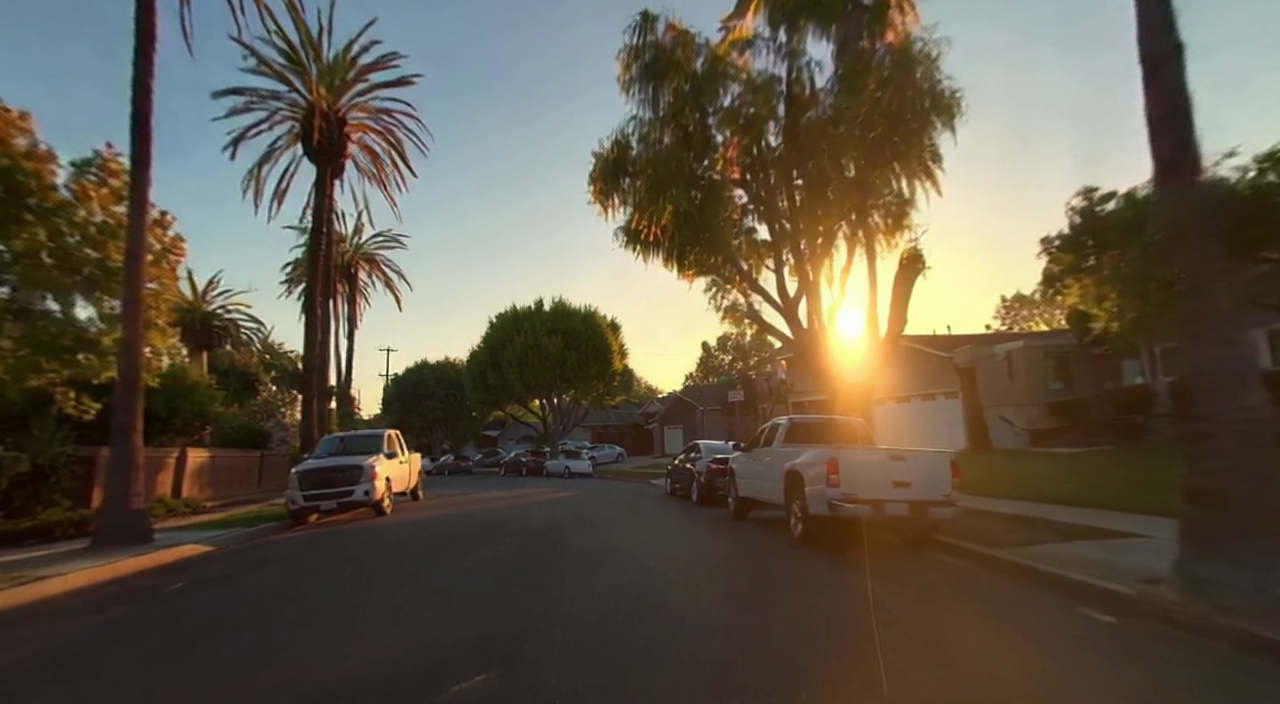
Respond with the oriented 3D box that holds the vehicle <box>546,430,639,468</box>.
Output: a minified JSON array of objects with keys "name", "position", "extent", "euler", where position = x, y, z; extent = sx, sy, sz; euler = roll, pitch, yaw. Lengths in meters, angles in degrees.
[{"name":"vehicle","position":[-3.020,6.213,40.372],"extent":[5.510,2.121,2.129],"euler":[0,-8,15]}]

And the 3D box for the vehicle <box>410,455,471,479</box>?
[{"name":"vehicle","position":[-14.036,8.043,44.175],"extent":[4.768,1.484,2.006],"euler":[-8,-11,44]}]

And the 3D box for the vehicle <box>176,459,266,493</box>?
[{"name":"vehicle","position":[-32.129,9.530,48.292],"extent":[5.628,2.109,2.395],"euler":[1,-13,18]}]

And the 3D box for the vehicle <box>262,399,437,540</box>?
[{"name":"vehicle","position":[-6.333,2.593,14.634],"extent":[2.337,2.289,6.092],"euler":[-6,-7,-14]}]

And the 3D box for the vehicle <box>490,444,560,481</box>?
[{"name":"vehicle","position":[-6.250,5.870,33.799],"extent":[1.918,1.753,4.655],"euler":[6,-10,-34]}]

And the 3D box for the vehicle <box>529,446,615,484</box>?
[{"name":"vehicle","position":[-3.265,5.171,29.204],"extent":[2.108,1.503,4.977],"euler":[5,-9,-30]}]

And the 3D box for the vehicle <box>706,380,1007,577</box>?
[{"name":"vehicle","position":[2.530,1.641,9.019],"extent":[2.139,1.997,4.864],"euler":[1,-8,-6]}]
